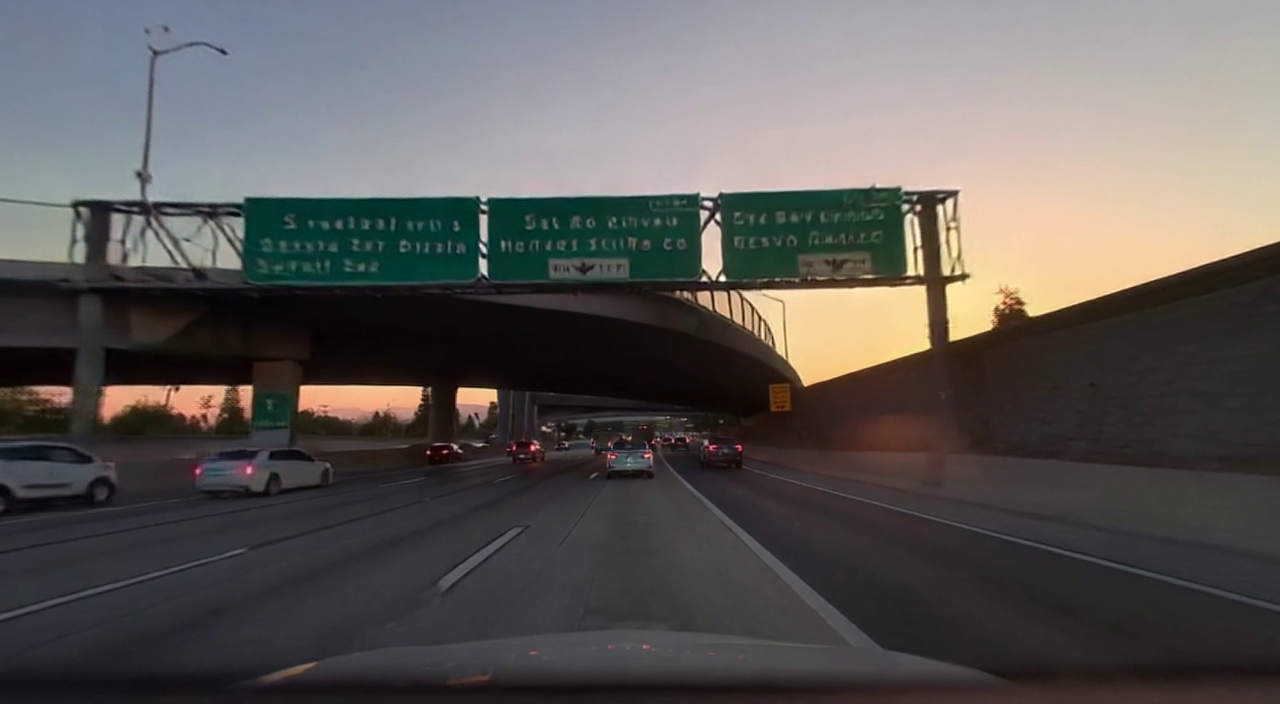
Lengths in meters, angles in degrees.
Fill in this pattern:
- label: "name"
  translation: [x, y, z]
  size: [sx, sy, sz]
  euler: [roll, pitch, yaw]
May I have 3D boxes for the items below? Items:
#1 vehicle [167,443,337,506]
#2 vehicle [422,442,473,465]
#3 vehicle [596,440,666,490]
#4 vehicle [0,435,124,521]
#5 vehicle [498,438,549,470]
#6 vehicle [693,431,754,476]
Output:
- label: "vehicle"
  translation: [-10.519, 3.311, 17.575]
  size: [1.961, 1.510, 4.260]
  euler: [0, -9, 1]
- label: "vehicle"
  translation: [-14.002, 7.399, 46.133]
  size: [2.055, 1.628, 4.898]
  euler: [0, -9, 1]
- label: "vehicle"
  translation: [-0.241, 3.638, 20.721]
  size: [2.042, 1.446, 4.269]
  euler: [0, -9, 1]
- label: "vehicle"
  translation: [-13.830, 2.626, 13.305]
  size: [2.045, 1.712, 4.457]
  euler: [0, -9, 1]
- label: "vehicle"
  translation: [-6.596, 5.824, 36.135]
  size: [2.060, 1.669, 4.242]
  euler: [0, -9, 1]
- label: "vehicle"
  translation: [3.517, 4.360, 27.310]
  size: [2.001, 1.771, 4.250]
  euler: [0, -9, -1]
